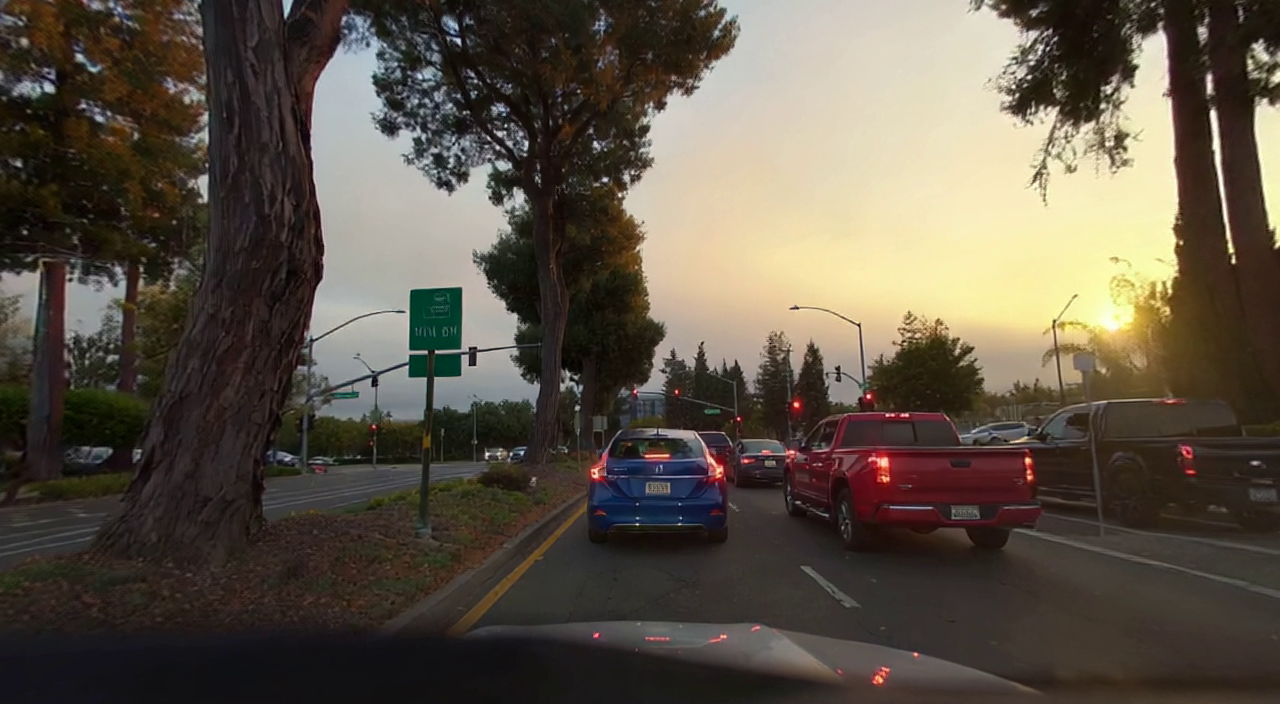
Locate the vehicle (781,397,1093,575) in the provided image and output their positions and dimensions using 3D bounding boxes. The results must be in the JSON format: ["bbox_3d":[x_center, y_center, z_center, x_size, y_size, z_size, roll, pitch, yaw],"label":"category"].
[{"bbox_3d":[3.387,1.630,8.370,2.099,1.725,4.290,0,-8,1],"label":"vehicle"}]

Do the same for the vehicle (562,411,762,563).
[{"bbox_3d":[0.245,1.774,8.967,2.168,1.641,4.039,0,-8,0],"label":"vehicle"}]
